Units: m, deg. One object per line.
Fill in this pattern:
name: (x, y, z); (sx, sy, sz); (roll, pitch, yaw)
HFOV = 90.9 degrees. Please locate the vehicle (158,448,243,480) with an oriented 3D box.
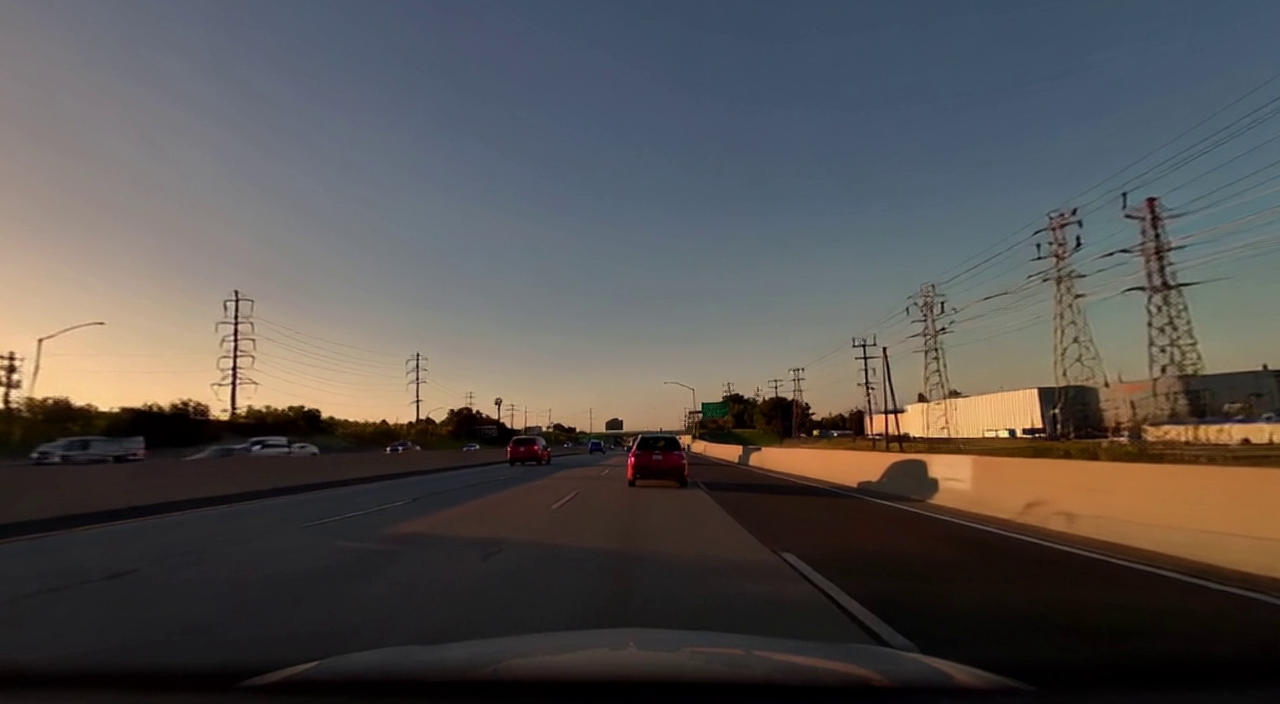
vehicle: (-21.049, 5.362, 30.387); (1.554, 1.383, 3.462); (0, -8, 0)

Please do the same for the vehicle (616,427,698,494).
vehicle: (0.433, 3.123, 18.512); (2.134, 1.733, 4.049); (0, -8, 0)

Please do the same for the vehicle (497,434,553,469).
vehicle: (-6.522, 5.714, 36.319); (2.220, 1.841, 4.516); (0, -8, 2)

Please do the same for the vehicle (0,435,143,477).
vehicle: (-28.371, 5.203, 31.730); (2.154, 1.901, 5.667); (0, -8, -1)

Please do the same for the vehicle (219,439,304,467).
vehicle: (-24.915, 6.656, 41.846); (2.202, 1.736, 5.775); (0, -8, -1)
